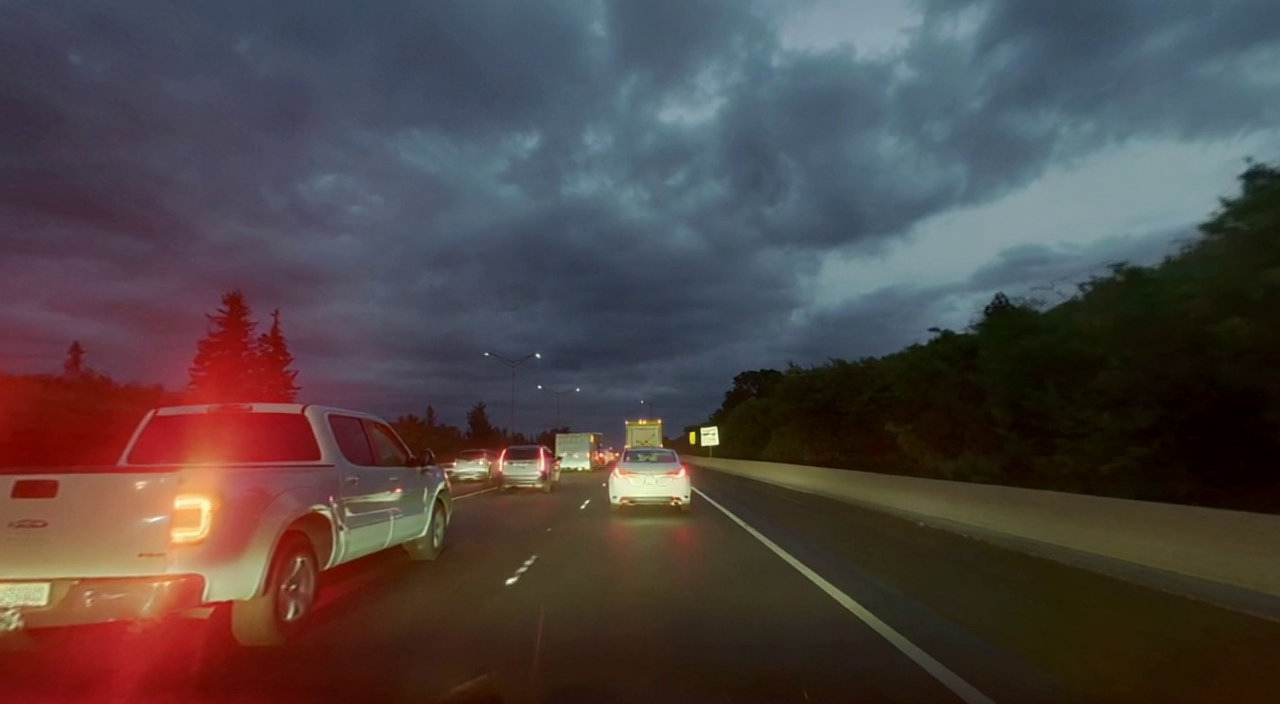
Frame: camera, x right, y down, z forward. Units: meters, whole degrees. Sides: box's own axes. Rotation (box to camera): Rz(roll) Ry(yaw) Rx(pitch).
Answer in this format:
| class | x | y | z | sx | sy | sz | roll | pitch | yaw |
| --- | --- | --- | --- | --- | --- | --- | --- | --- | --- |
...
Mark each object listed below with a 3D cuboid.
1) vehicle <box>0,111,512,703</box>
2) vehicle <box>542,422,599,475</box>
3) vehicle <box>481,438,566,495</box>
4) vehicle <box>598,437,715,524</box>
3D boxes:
| class | x | y | z | sx | sy | sz | roll | pitch | yaw |
| --- | --- | --- | --- | --- | --- | --- | --- | --- | --- |
| vehicle | -3.019 | 0.874 | 5.742 | 2.289 | 2.757 | 6.726 | 0 | -9 | 0 |
| vehicle | -3.668 | 5.322 | 34.697 | 2.290 | 2.613 | 5.975 | 0 | -9 | 2 |
| vehicle | -3.649 | 3.648 | 20.433 | 1.963 | 1.627 | 3.849 | 0 | -9 | 1 |
| vehicle | 0.268 | 2.545 | 12.960 | 2.063 | 1.507 | 3.488 | 0 | -9 | -1 |
